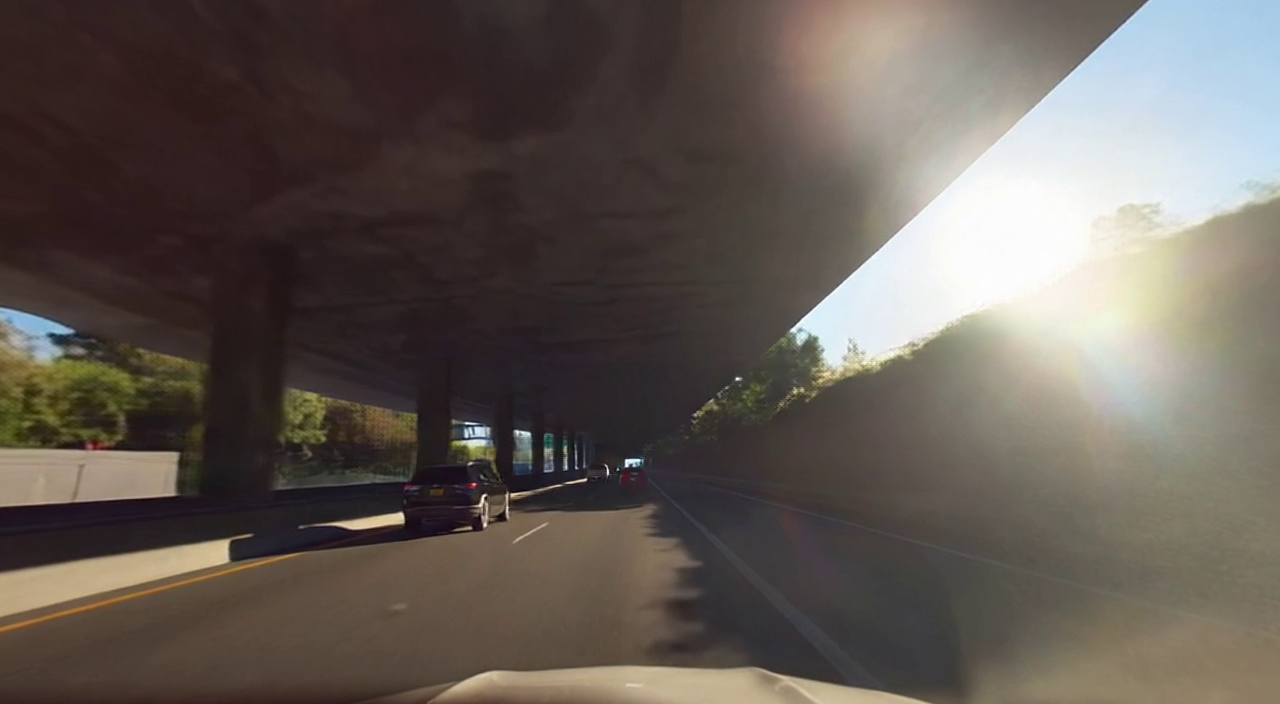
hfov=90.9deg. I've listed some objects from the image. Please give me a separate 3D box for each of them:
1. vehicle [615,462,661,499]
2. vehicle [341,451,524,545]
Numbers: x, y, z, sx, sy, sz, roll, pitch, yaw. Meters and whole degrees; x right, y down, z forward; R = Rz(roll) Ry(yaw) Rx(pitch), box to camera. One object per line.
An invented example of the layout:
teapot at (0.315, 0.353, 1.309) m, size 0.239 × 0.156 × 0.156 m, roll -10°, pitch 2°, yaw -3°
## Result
vehicle at (-0.110, 5.989, 29.518) m, size 1.992 × 1.601 × 3.762 m, roll 1°, pitch -11°, yaw -1°
vehicle at (-3.925, 2.890, 12.981) m, size 2.102 × 1.521 × 4.687 m, roll 1°, pitch -11°, yaw 1°
